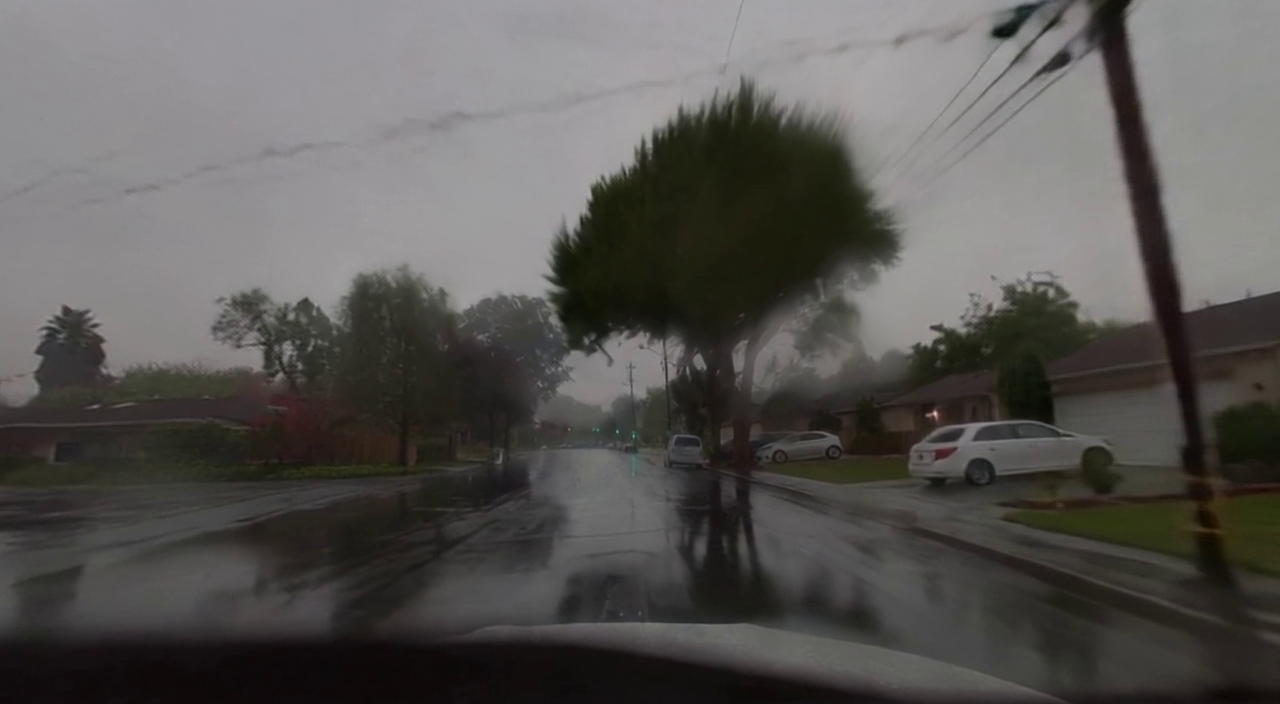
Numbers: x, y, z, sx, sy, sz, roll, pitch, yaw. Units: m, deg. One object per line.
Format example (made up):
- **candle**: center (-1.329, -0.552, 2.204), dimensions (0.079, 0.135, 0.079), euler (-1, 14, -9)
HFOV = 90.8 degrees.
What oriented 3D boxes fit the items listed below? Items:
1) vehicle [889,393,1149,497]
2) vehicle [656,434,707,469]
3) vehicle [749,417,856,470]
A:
- **vehicle**: center (9.405, 2.306, 16.014), dimensions (5.072, 1.909, 2.237), euler (-5, -7, -5)
- **vehicle**: center (2.465, 6.034, 38.552), dimensions (2.214, 1.962, 4.733), euler (1, -8, -7)
- **vehicle**: center (8.409, 4.774, 33.030), dimensions (4.801, 2.139, 2.164), euler (-6, -7, -3)
